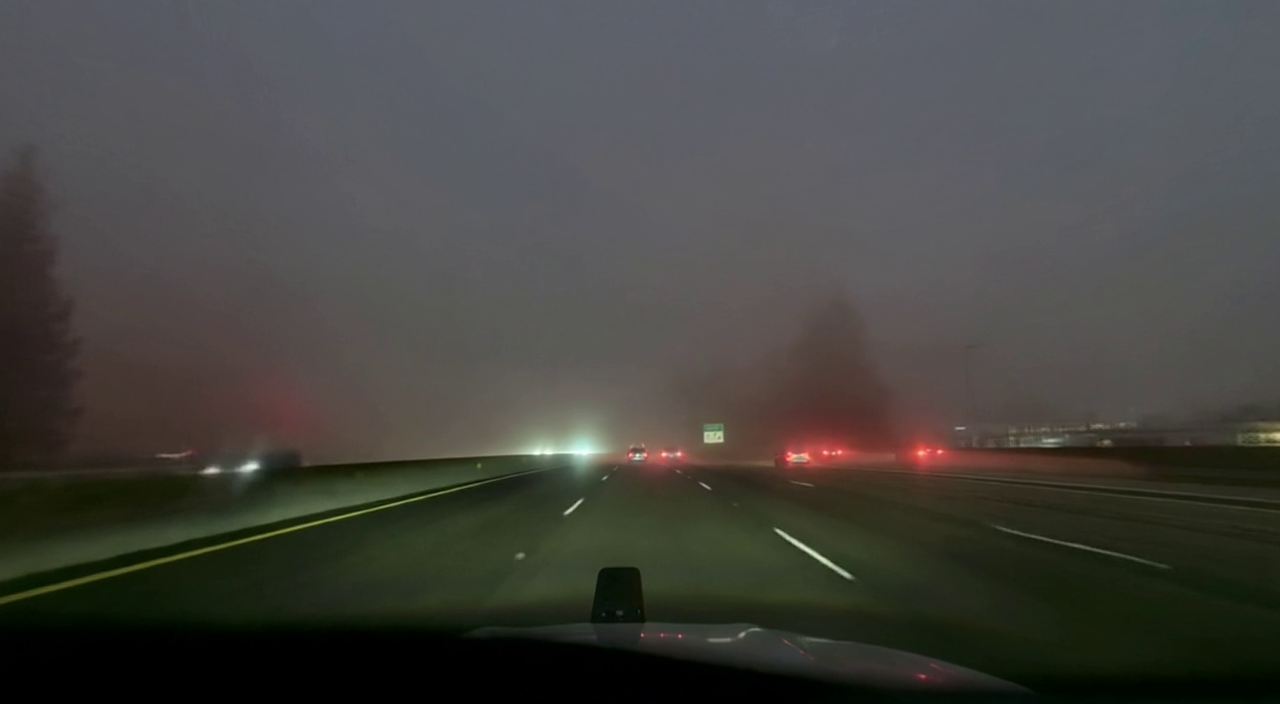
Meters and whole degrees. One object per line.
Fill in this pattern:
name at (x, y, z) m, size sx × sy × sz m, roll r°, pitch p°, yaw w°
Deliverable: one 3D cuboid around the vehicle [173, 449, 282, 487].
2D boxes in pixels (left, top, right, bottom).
vehicle at (-17.306, 4.851, 26.772) m, size 1.670 × 1.346 × 4.259 m, roll 0°, pitch -8°, yaw 1°
